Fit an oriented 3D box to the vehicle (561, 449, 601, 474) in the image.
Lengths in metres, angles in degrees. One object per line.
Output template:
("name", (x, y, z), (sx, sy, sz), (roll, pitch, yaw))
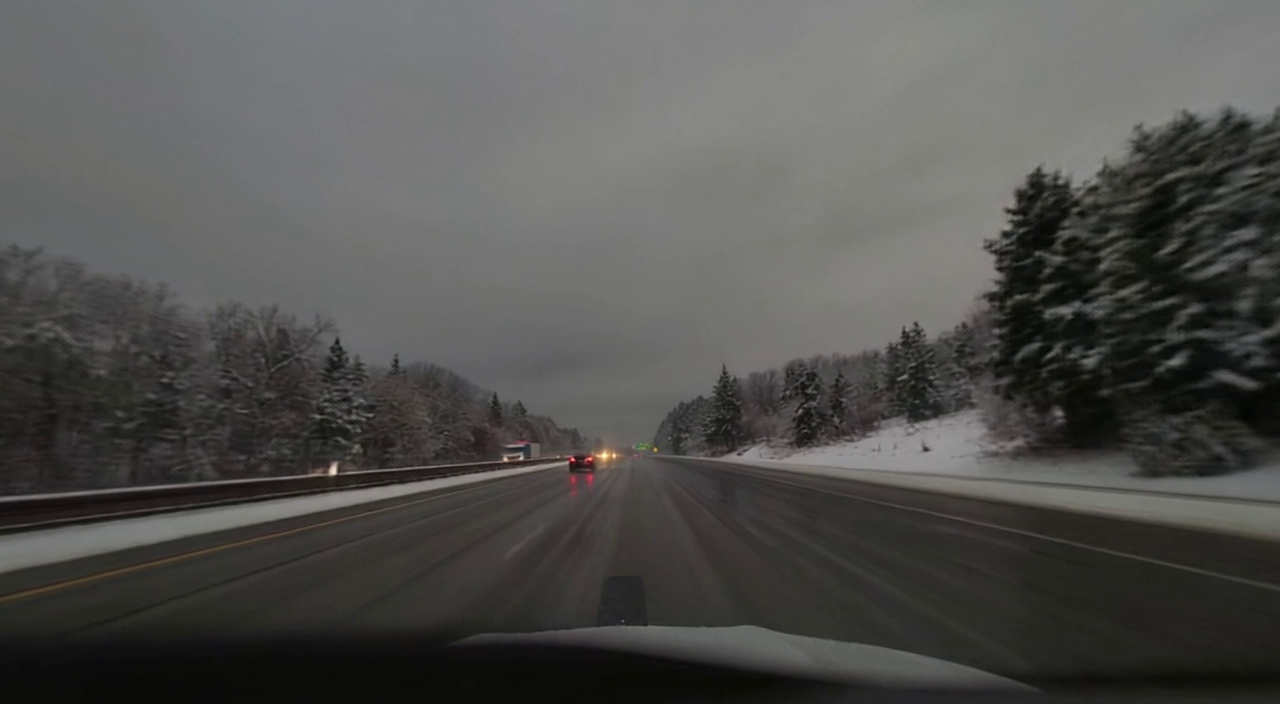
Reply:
("vehicle", (-3.784, 7.213, 41.639), (2.128, 1.521, 5.409), (0, -9, 0))
